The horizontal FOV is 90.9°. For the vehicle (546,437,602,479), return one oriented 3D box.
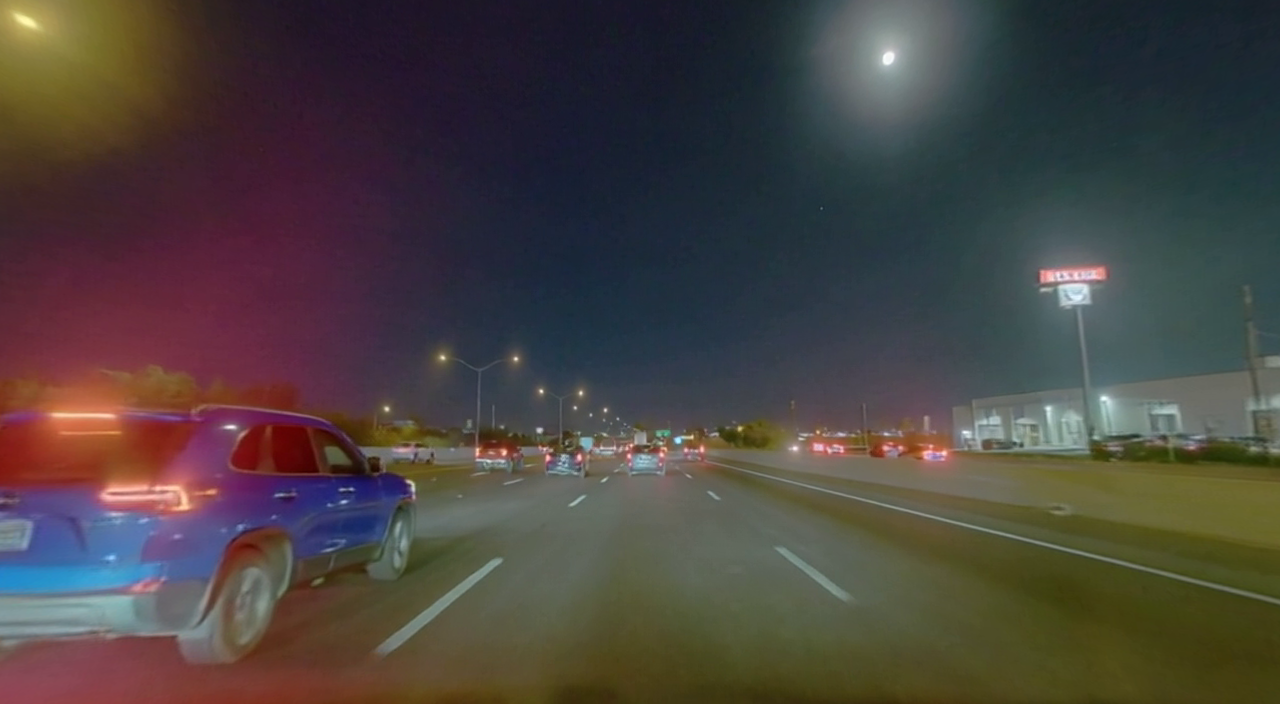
[{"bbox_3d":[-2.897,4.738,28.541,2.007,1.730,4.412,0,-9,1],"label":"vehicle"}]

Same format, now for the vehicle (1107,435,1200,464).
[{"bbox_3d":[30.379,5.779,37.502,1.843,1.626,4.378,0,-9,1],"label":"vehicle"}]

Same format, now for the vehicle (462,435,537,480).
[{"bbox_3d":[-6.149,4.693,28.278,2.125,1.804,4.864,0,-9,1],"label":"vehicle"}]

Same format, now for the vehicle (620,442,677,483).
[{"bbox_3d":[0.333,4.326,25.075,2.090,1.474,3.970,0,-9,0],"label":"vehicle"}]

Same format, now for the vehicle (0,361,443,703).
[{"bbox_3d":[-3.263,1.207,4.922,1.961,1.687,4.453,0,-9,1],"label":"vehicle"}]

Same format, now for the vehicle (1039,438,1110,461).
[{"bbox_3d":[30.445,6.867,44.365,1.838,1.491,4.554,0,-9,1],"label":"vehicle"}]
